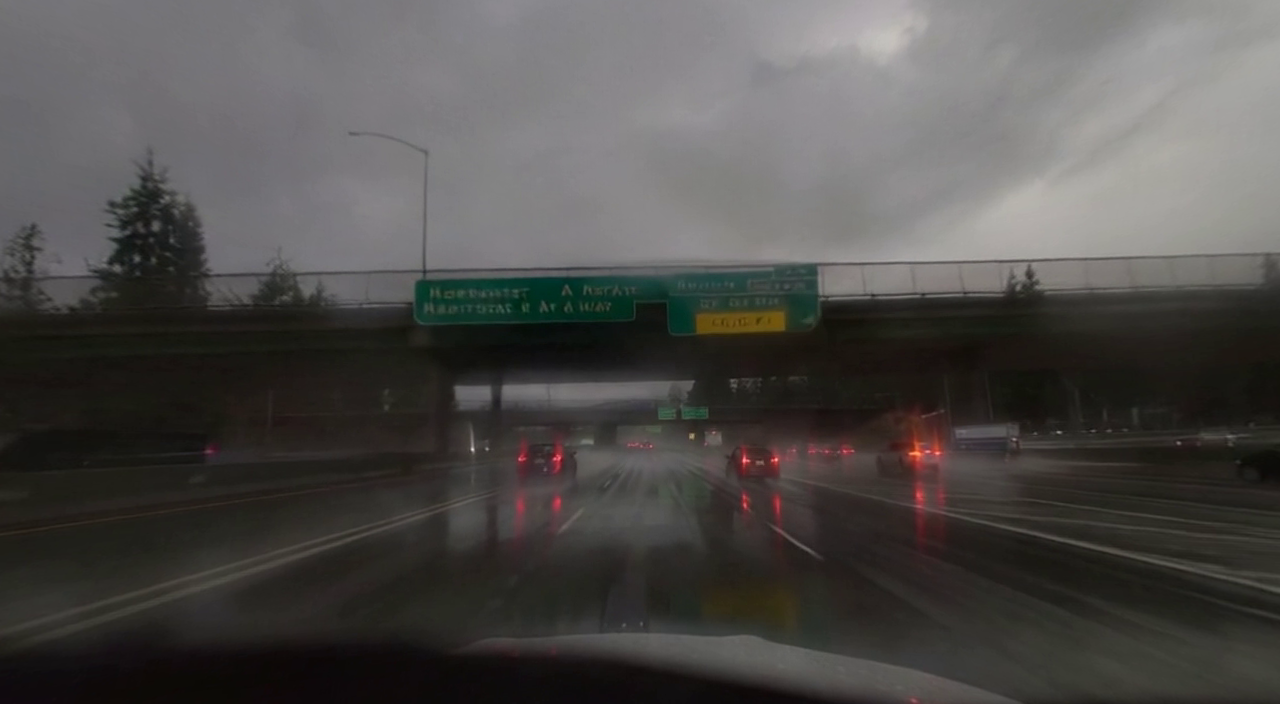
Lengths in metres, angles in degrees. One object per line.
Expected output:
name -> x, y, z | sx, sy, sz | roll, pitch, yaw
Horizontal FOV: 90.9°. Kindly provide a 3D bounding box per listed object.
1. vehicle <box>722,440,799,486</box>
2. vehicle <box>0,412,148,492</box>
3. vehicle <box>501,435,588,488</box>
vehicle -> 4.230, 3.947, 22.826 | 1.908, 1.483, 4.259 | 0, -8, -1
vehicle -> -28.938, 4.769, 30.301 | 2.858, 3.421, 9.440 | 0, -8, 0
vehicle -> -3.319, 3.937, 23.059 | 2.259, 1.706, 4.924 | 0, -8, 2
